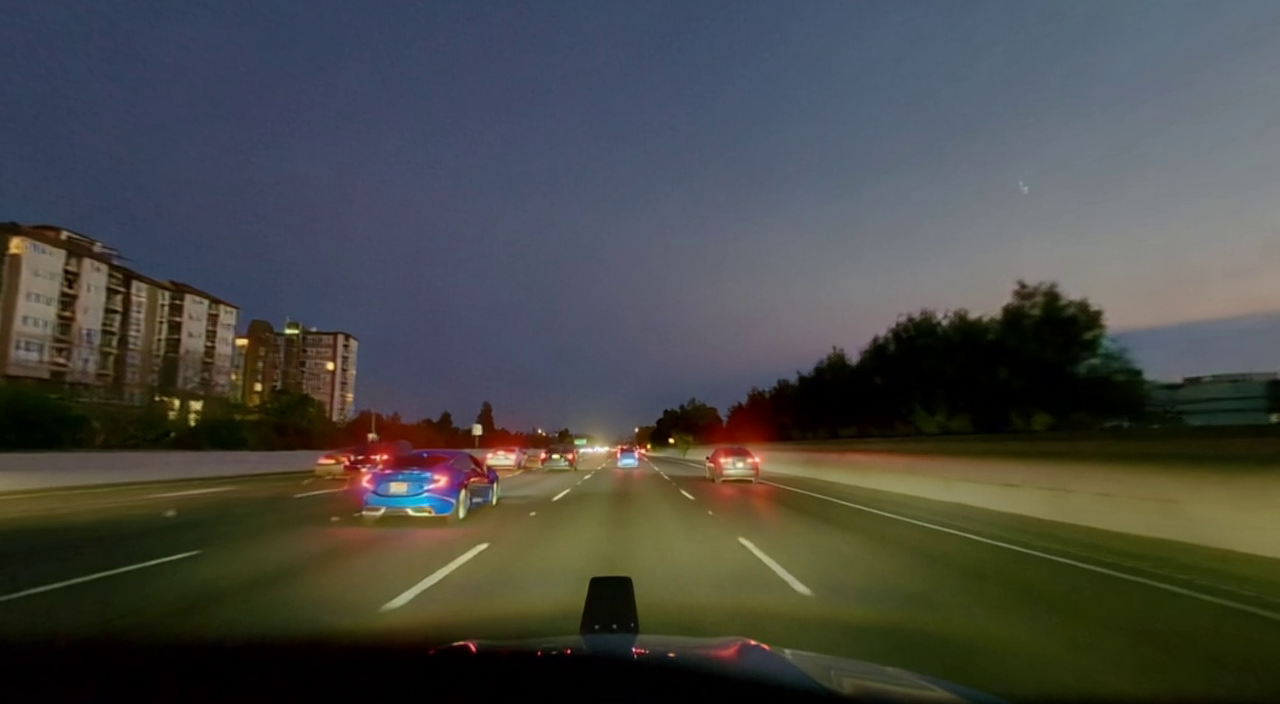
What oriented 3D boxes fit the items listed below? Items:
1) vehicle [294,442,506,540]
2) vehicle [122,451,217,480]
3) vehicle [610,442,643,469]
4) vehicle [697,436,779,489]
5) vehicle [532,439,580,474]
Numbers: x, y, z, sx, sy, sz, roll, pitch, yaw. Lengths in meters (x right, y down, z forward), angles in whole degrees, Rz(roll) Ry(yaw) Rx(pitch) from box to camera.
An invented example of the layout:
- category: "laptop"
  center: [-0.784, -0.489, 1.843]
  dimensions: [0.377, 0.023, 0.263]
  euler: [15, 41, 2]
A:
- category: "vehicle"
  center: [-4.027, 2.398, 11.613]
  dimensions: [2.124, 1.426, 4.444]
  euler: [0, -8, 0]
- category: "vehicle"
  center: [-26.153, 6.287, 35.352]
  dimensions: [1.816, 1.457, 4.598]
  euler: [0, -8, 0]
- category: "vehicle"
  center: [-0.870, 6.732, 41.218]
  dimensions: [2.053, 1.650, 3.945]
  euler: [0, -8, -1]
- category: "vehicle"
  center: [3.314, 3.842, 22.314]
  dimensions: [2.061, 1.658, 4.417]
  euler: [0, -8, -2]
- category: "vehicle"
  center: [-4.514, 5.645, 34.452]
  dimensions: [2.044, 1.774, 4.329]
  euler: [0, -8, -1]
